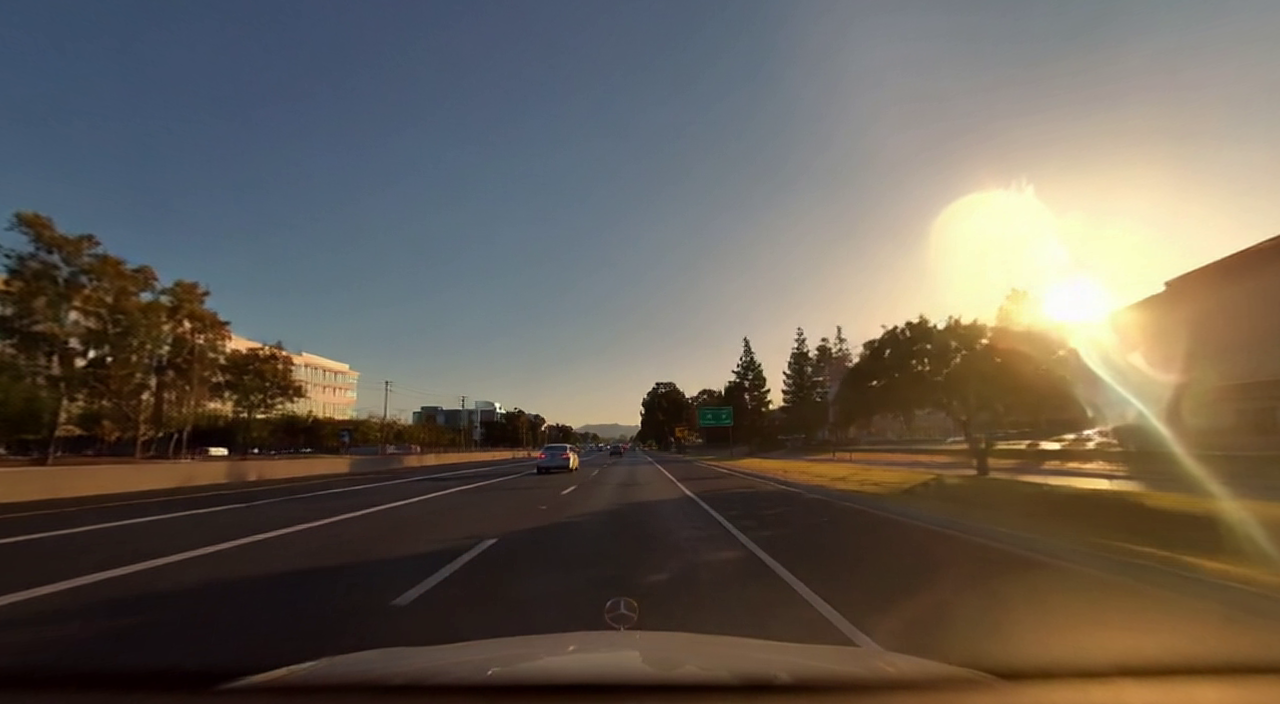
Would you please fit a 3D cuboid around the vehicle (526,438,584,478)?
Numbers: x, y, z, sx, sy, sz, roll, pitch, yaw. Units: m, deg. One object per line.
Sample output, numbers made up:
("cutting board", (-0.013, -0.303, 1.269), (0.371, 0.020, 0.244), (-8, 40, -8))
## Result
("vehicle", (-4.061, 5.128, 30.938), (2.150, 1.761, 4.697), (0, -8, 1))
